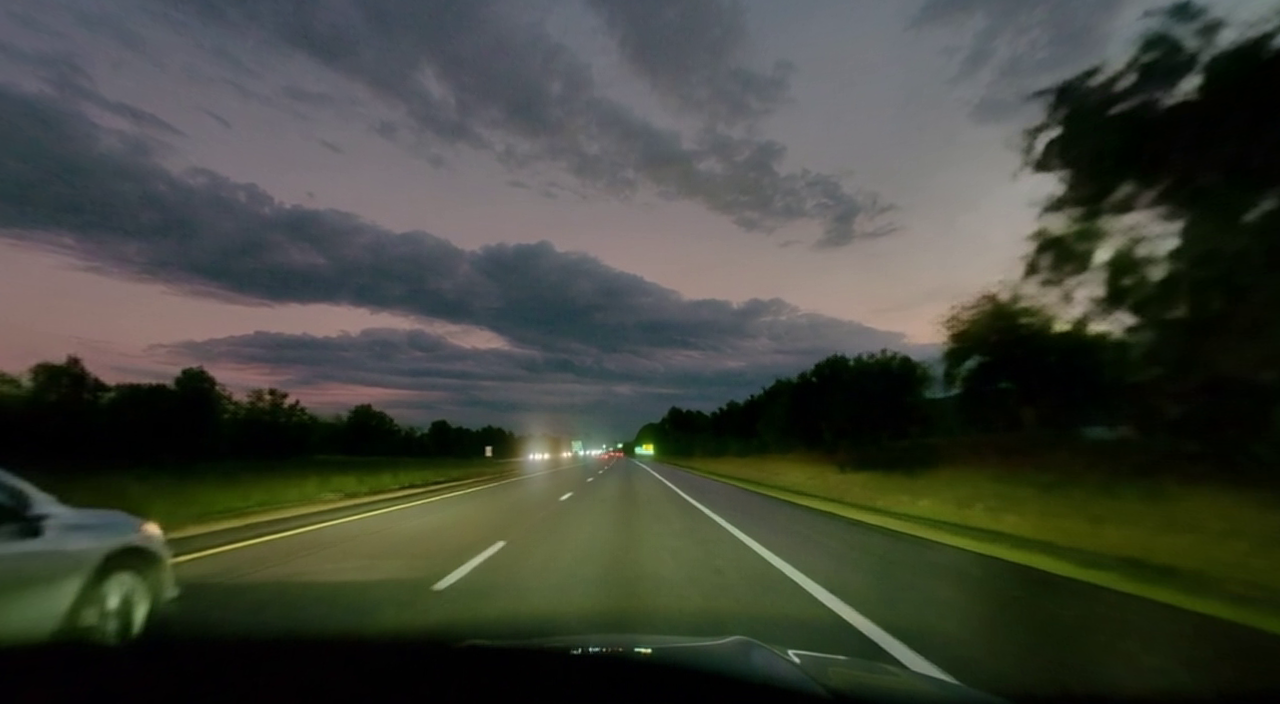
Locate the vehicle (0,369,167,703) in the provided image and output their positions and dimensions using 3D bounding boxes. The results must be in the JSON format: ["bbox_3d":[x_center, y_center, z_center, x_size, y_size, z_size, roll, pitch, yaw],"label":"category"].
[{"bbox_3d":[-3.887,0.713,1.401,2.135,1.686,4.517,0,-9,0],"label":"vehicle"}]
